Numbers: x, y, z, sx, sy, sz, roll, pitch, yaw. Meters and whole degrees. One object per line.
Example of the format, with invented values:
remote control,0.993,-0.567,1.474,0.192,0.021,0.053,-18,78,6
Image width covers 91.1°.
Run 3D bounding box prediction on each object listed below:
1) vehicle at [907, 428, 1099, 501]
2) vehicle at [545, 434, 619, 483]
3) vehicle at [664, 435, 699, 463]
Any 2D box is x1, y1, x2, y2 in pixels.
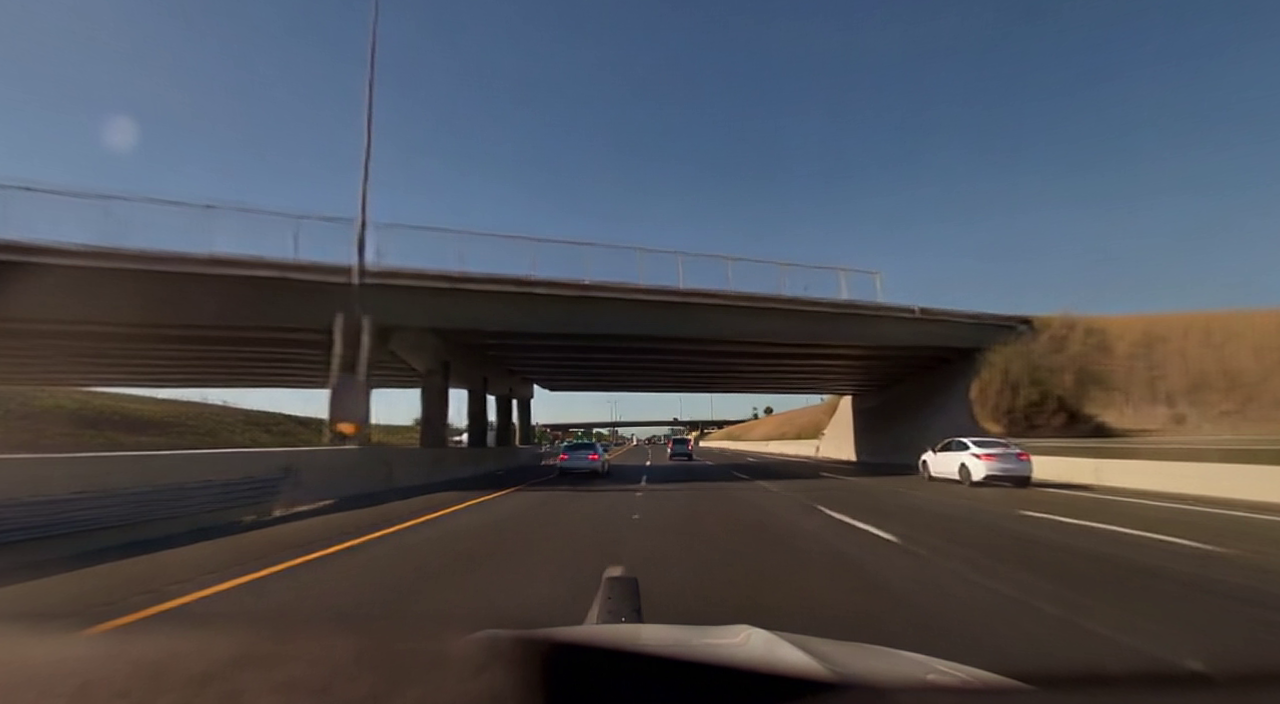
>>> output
vehicle,8.662,2.721,15.662,1.870,1.493,5.015,0,-8,1
vehicle,-1.936,3.734,22.333,2.050,1.546,4.344,0,-8,2
vehicle,2.618,6.220,40.519,2.063,1.698,4.355,0,-8,2
